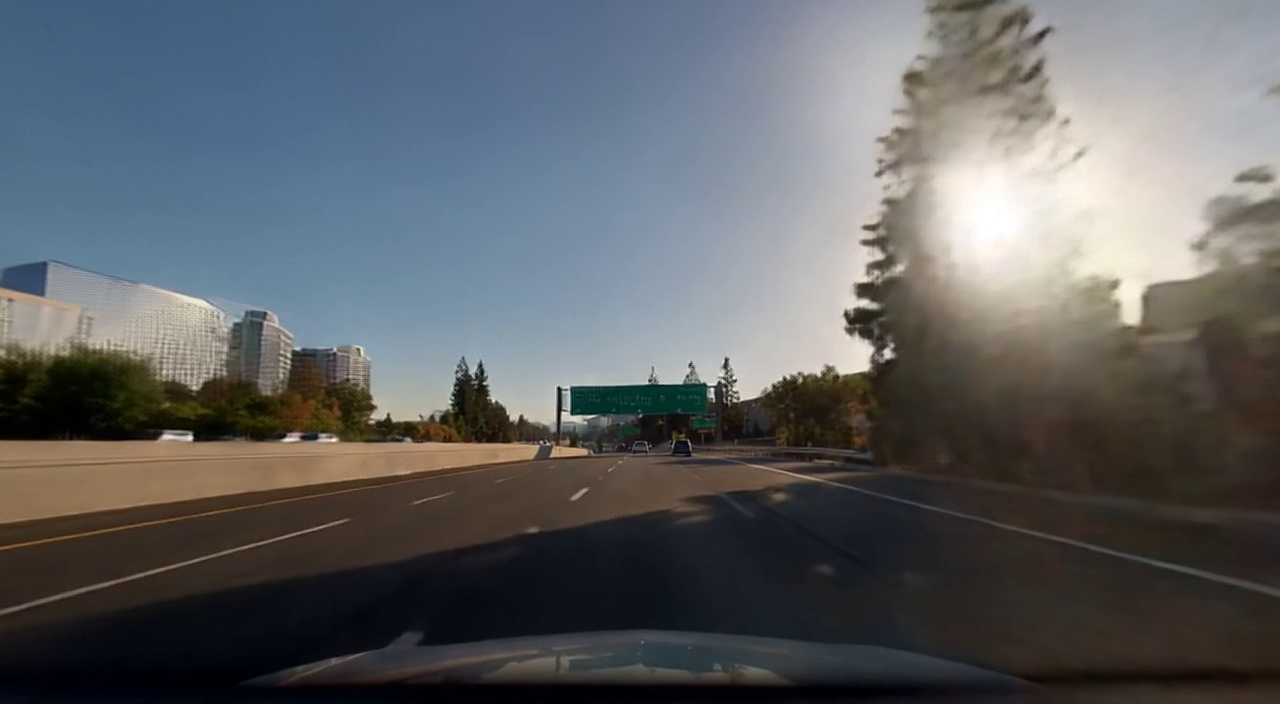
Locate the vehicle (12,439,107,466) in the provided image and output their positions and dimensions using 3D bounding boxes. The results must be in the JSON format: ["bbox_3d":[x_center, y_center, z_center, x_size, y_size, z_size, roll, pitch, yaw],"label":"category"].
[{"bbox_3d":[-33.853,5.863,36.923,1.733,1.474,4.026,0,-8,0],"label":"vehicle"}]

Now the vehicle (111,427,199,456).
[{"bbox_3d":[-30.041,5.574,39.267,2.029,1.709,4.289,0,-8,0],"label":"vehicle"}]
